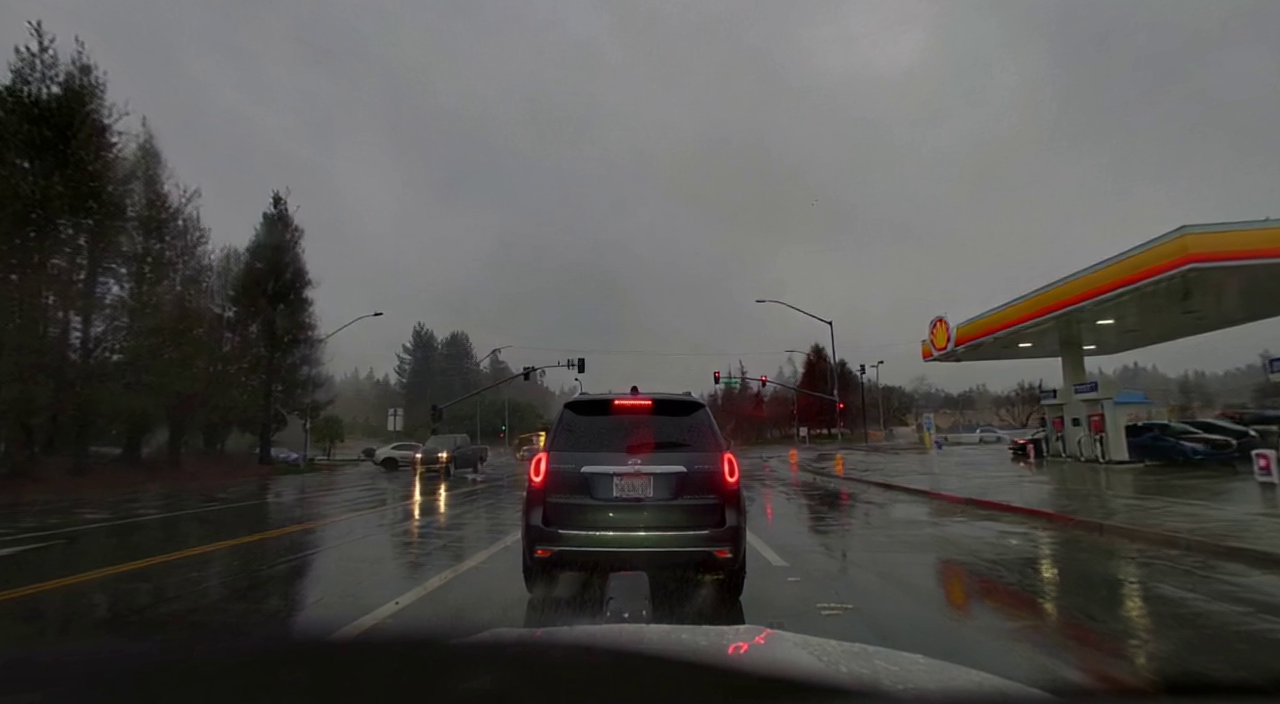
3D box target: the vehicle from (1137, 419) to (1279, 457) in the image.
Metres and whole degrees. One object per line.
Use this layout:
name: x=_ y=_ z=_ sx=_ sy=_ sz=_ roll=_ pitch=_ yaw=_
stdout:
vehicle: x=25.935 y=3.954 z=28.787 sx=4.551 sy=1.616 sz=1.973 roll=-2 pitch=-9 yaw=11

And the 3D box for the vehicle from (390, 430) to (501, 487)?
vehicle: x=-6.649 y=3.702 z=22.157 sx=2.065 sy=1.753 sz=4.525 roll=-1 pitch=-9 yaw=6

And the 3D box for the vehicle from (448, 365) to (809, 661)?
vehicle: x=0.013 y=1.314 z=6.148 sx=2.236 sy=1.819 sz=4.291 roll=-1 pitch=-9 yaw=3
